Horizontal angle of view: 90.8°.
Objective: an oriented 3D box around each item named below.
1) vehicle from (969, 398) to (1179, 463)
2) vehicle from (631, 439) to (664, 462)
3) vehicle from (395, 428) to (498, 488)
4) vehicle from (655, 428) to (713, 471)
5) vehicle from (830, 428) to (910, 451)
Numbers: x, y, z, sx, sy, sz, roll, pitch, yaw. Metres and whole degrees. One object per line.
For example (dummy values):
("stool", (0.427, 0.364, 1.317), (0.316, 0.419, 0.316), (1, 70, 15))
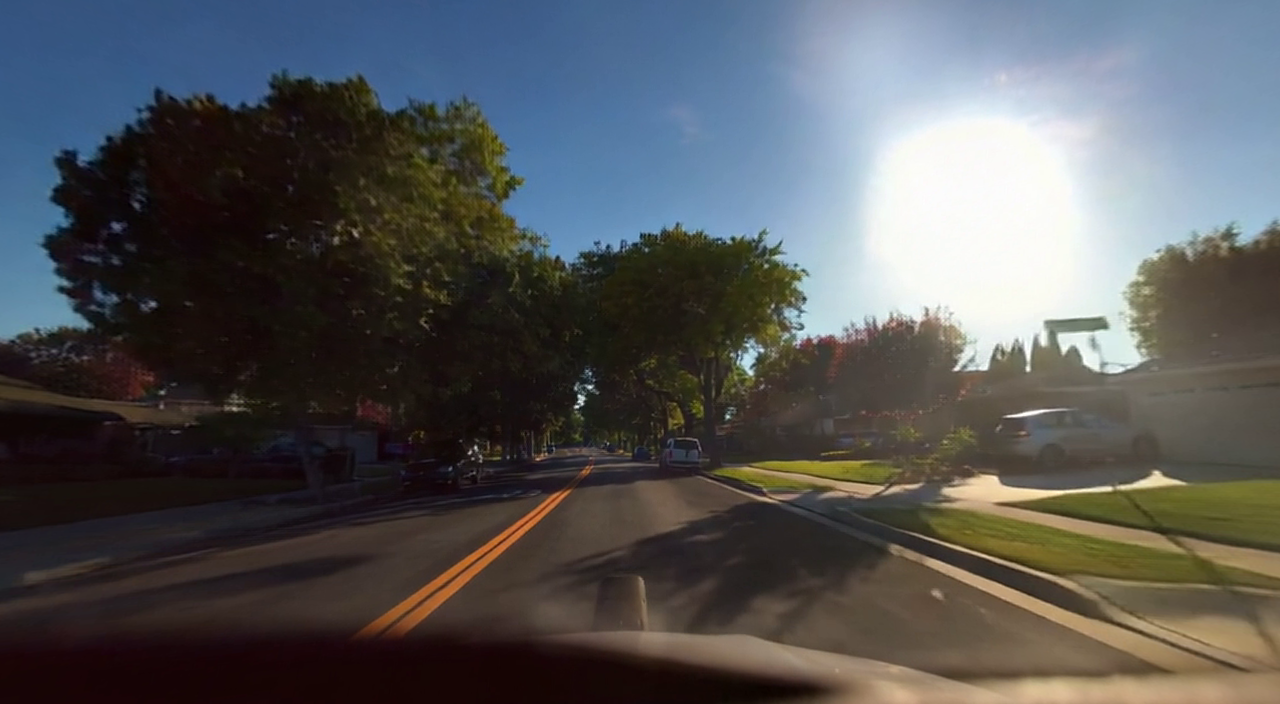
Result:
("vehicle", (13.269, 2.449, 19.592), (4.938, 1.830, 2.024), (-1, -8, 0))
("vehicle", (0.503, 7.308, 47.056), (1.988, 1.618, 4.567), (0, -8, -5))
("vehicle", (-6.682, 3.764, 22.563), (2.102, 1.801, 5.574), (-1, -9, -2))
("vehicle", (1.831, 4.243, 27.821), (2.007, 1.702, 4.430), (-1, -8, -3))
("vehicle", (15.160, 5.768, 41.818), (4.560, 1.350, 1.882), (-2, -7, 1))
